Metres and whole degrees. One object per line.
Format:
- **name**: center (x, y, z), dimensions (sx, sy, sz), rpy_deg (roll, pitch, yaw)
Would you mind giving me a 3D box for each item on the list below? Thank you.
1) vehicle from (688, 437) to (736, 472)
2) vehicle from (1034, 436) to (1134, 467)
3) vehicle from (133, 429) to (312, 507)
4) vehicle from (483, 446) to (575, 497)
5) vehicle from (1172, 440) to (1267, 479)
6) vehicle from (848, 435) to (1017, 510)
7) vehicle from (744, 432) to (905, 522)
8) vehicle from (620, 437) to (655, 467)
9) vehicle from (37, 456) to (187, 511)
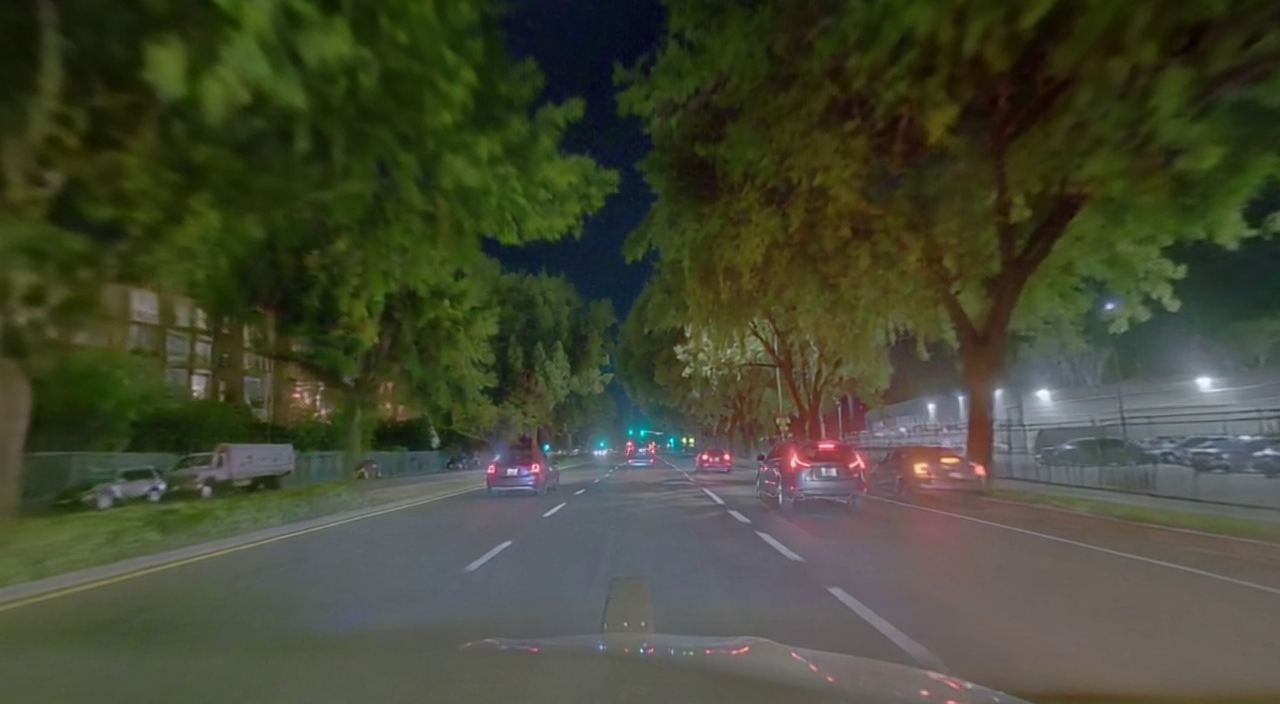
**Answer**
- **vehicle**: center (3.762, 5.437, 33.607), dimensions (1.980, 1.709, 4.367), rpy_deg (0, -8, -1)
- **vehicle**: center (25.594, 5.733, 36.426), dimensions (2.122, 1.647, 4.283), rpy_deg (8, -11, -42)
- **vehicle**: center (-22.998, 6.306, 35.915), dimensions (2.833, 3.735, 11.042), rpy_deg (0, -7, -1)
- **vehicle**: center (-3.172, 3.500, 18.869), dimensions (2.013, 1.354, 3.908), rpy_deg (0, -8, 1)
- **vehicle**: center (23.355, 4.280, 25.376), dimensions (3.658, 1.443, 1.869), rpy_deg (6, -10, -34)
- **vehicle**: center (6.753, 2.805, 15.221), dimensions (1.909, 1.512, 4.480), rpy_deg (0, -8, 0)
- **vehicle**: center (3.443, 2.404, 12.700), dimensions (1.919, 1.502, 4.232), rpy_deg (0, -8, 0)
- **vehicle**: center (-0.175, 6.744, 42.665), dimensions (2.247, 1.882, 4.603), rpy_deg (0, -8, 0)
- **vehicle**: center (-22.600, 5.605, 27.352), dimensions (2.257, 1.909, 5.115), rpy_deg (-2, -8, -3)
